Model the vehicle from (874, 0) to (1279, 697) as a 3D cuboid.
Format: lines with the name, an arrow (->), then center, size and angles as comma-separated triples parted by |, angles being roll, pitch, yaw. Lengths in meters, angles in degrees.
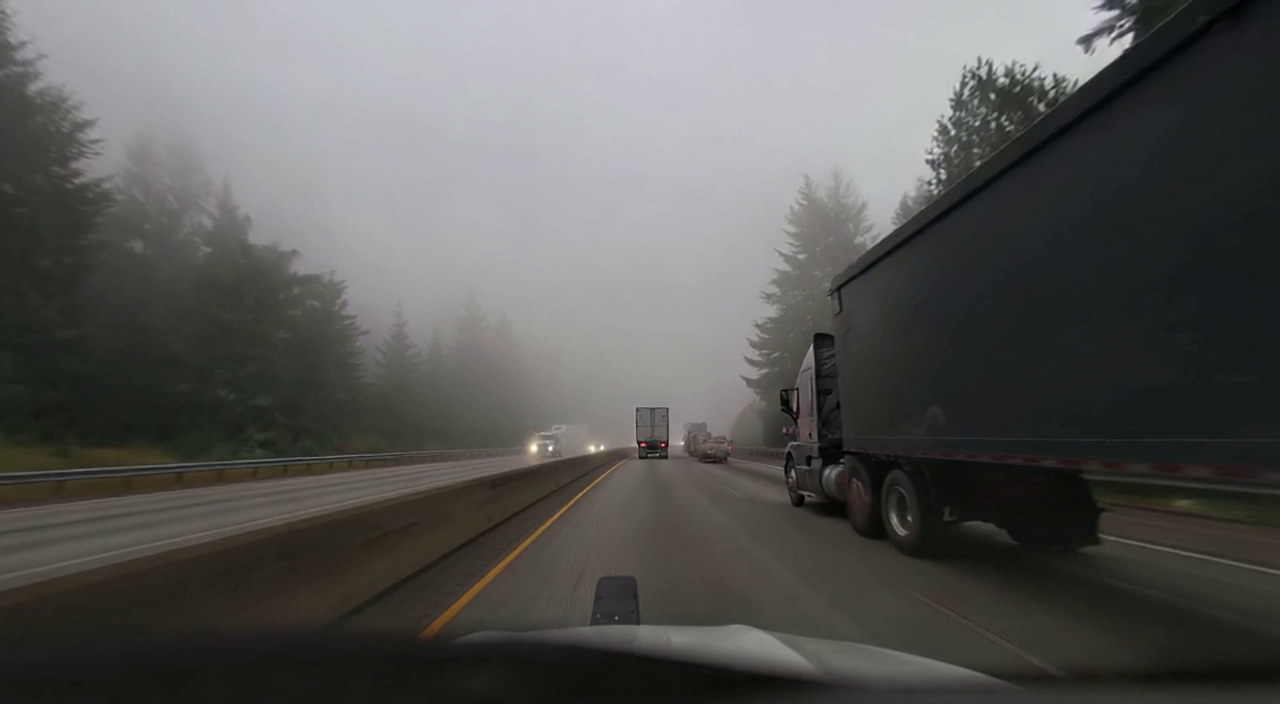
vehicle -> 4.847, -0.441, 1.772 | 2.885, 4.049, 13.827 | 0, -8, -1

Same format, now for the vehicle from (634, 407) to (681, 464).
vehicle -> 1.004, 5.303, 39.973 | 2.644, 3.247, 7.454 | 0, -8, 0

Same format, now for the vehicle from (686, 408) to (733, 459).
vehicle -> 5.221, 6.303, 48.384 | 2.956, 3.604, 6.277 | -1, -8, 1
